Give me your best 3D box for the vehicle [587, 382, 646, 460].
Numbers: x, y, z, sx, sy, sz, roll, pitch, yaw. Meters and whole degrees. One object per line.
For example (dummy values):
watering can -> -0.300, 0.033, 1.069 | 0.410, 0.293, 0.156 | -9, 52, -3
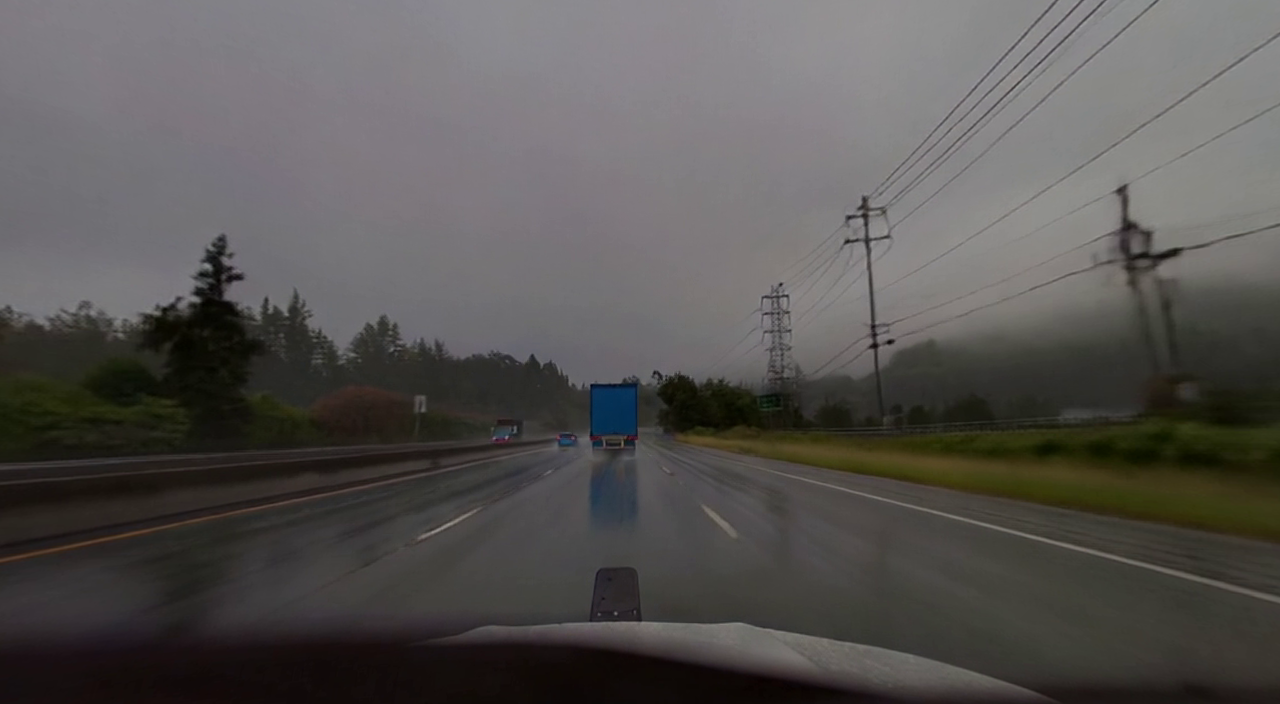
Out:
vehicle -> -1.331, 4.103, 36.546 | 2.955, 3.851, 9.915 | 0, -8, -2
